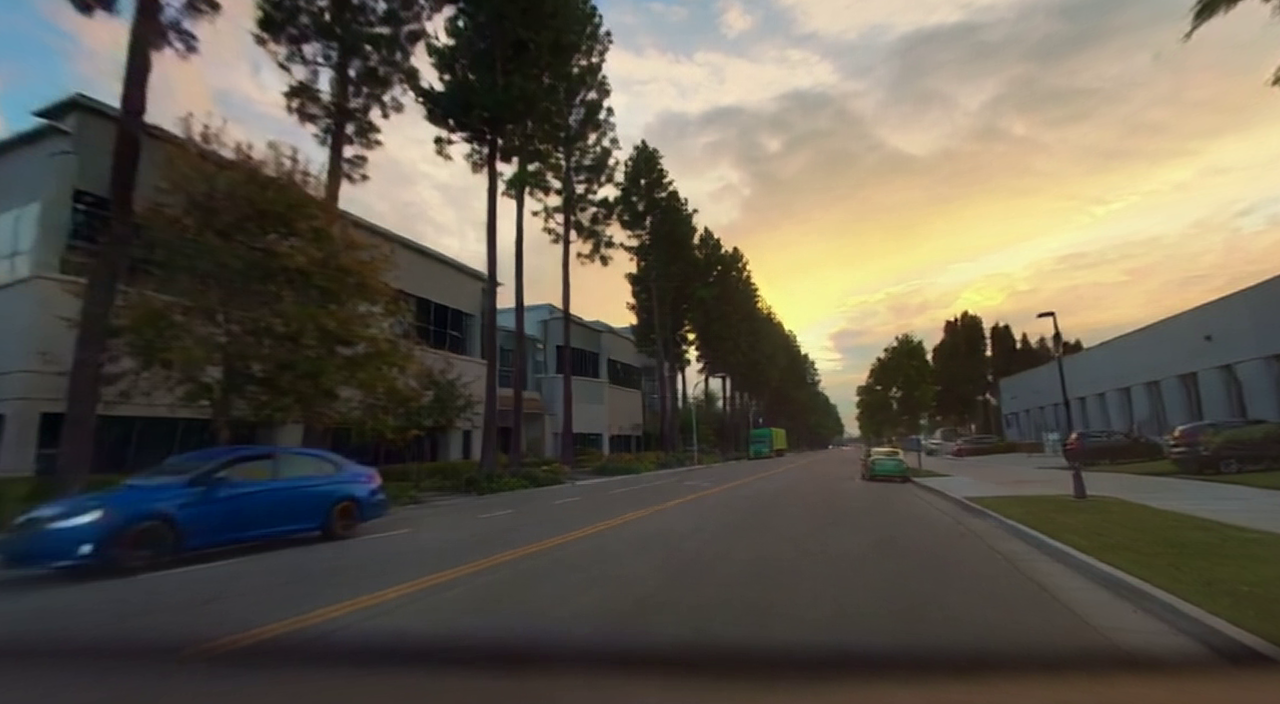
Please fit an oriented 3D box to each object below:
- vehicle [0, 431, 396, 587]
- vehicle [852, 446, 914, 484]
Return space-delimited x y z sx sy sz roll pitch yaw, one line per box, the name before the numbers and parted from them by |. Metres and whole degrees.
vehicle | -6.192 2.114 9.507 2.145 1.687 4.662 -3 -9 18
vehicle | 10.557 4.902 27.665 2.098 1.509 4.389 -3 -9 16
